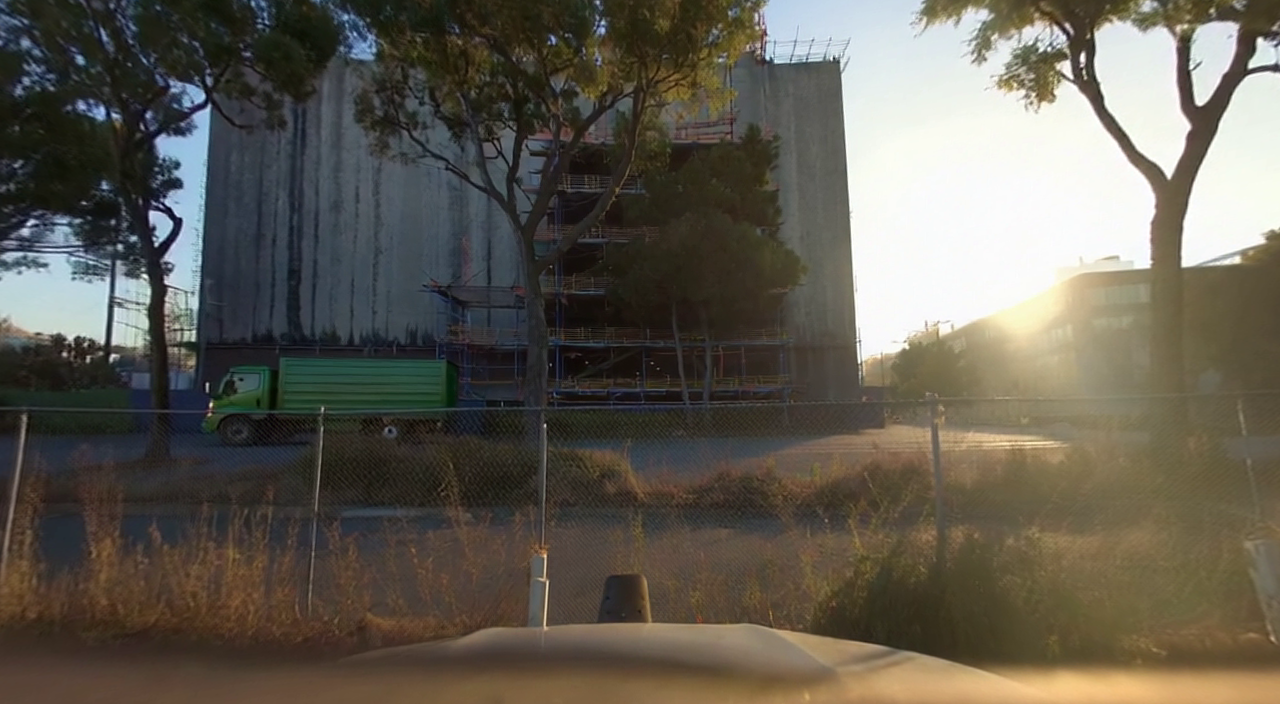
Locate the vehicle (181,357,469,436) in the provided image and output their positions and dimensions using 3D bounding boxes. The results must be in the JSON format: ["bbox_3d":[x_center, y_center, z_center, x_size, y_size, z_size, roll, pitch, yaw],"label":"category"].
[{"bbox_3d":[-17.056,2.623,35.316,14.067,4.099,2.832,1,-9,-7],"label":"vehicle"}]
